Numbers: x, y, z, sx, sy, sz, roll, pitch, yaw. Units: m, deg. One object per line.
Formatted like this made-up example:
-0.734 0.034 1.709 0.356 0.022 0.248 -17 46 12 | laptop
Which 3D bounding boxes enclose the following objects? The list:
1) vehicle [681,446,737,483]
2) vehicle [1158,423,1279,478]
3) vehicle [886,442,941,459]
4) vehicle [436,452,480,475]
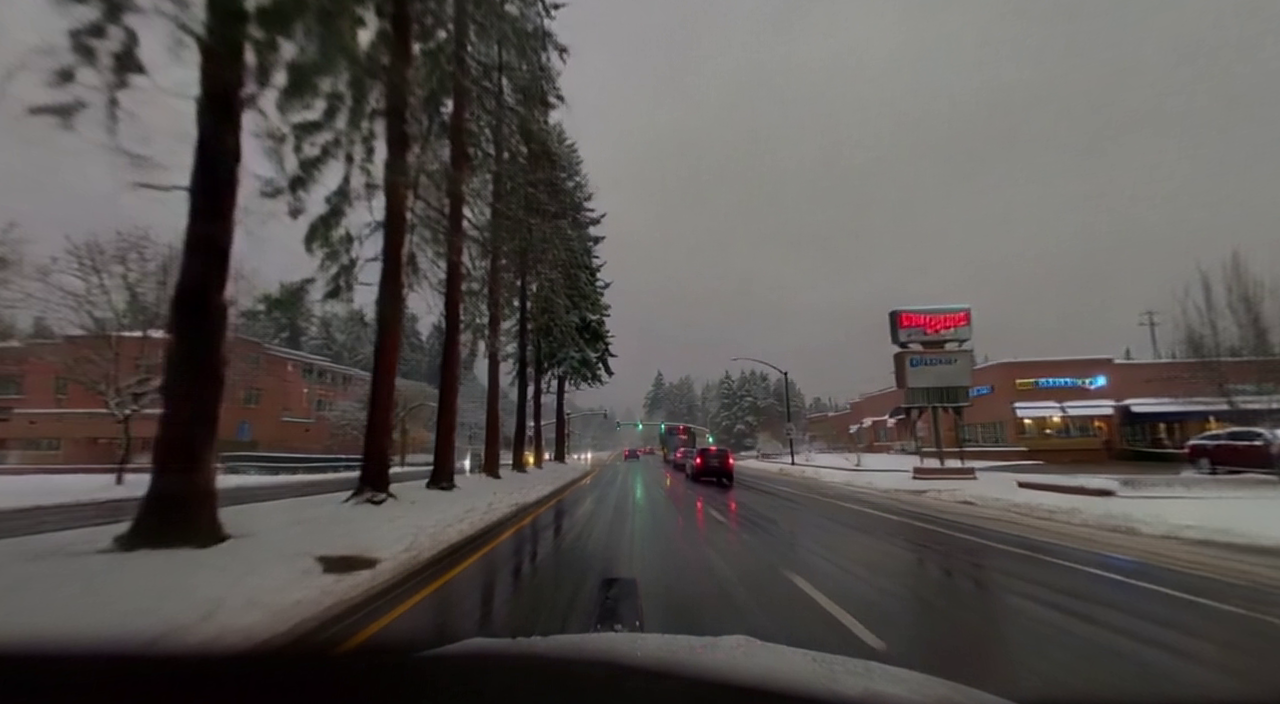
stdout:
3.164 5.223 29.770 2.041 1.531 4.236 1 -8 -1 | vehicle
20.646 3.350 21.521 4.210 1.727 2.227 2 -7 -8 | vehicle
19.232 6.925 44.503 3.242 1.165 1.363 1 -7 -5 | vehicle
-13.962 8.577 48.704 1.988 1.527 4.359 0 -7 2 | vehicle
